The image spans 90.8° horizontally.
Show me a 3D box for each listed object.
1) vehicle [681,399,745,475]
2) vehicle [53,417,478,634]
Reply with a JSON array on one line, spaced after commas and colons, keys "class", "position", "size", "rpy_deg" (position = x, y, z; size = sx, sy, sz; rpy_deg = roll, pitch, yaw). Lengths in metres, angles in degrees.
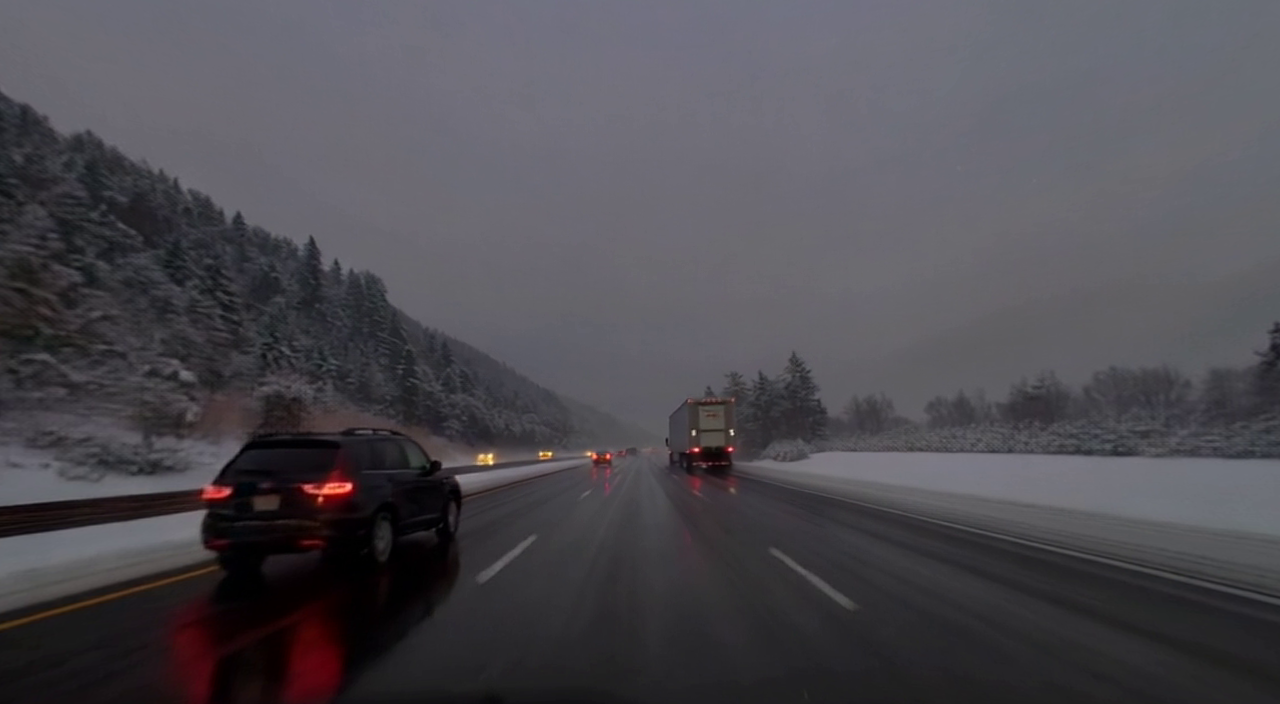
[{"class": "vehicle", "position": [4.074, 4.957, 36.507], "size": [2.904, 4.001, 5.861], "rpy_deg": [0, -9, 0]}, {"class": "vehicle", "position": [-3.238, 1.568, 6.648], "size": [1.944, 1.548, 4.051], "rpy_deg": [0, -9, 0]}]
